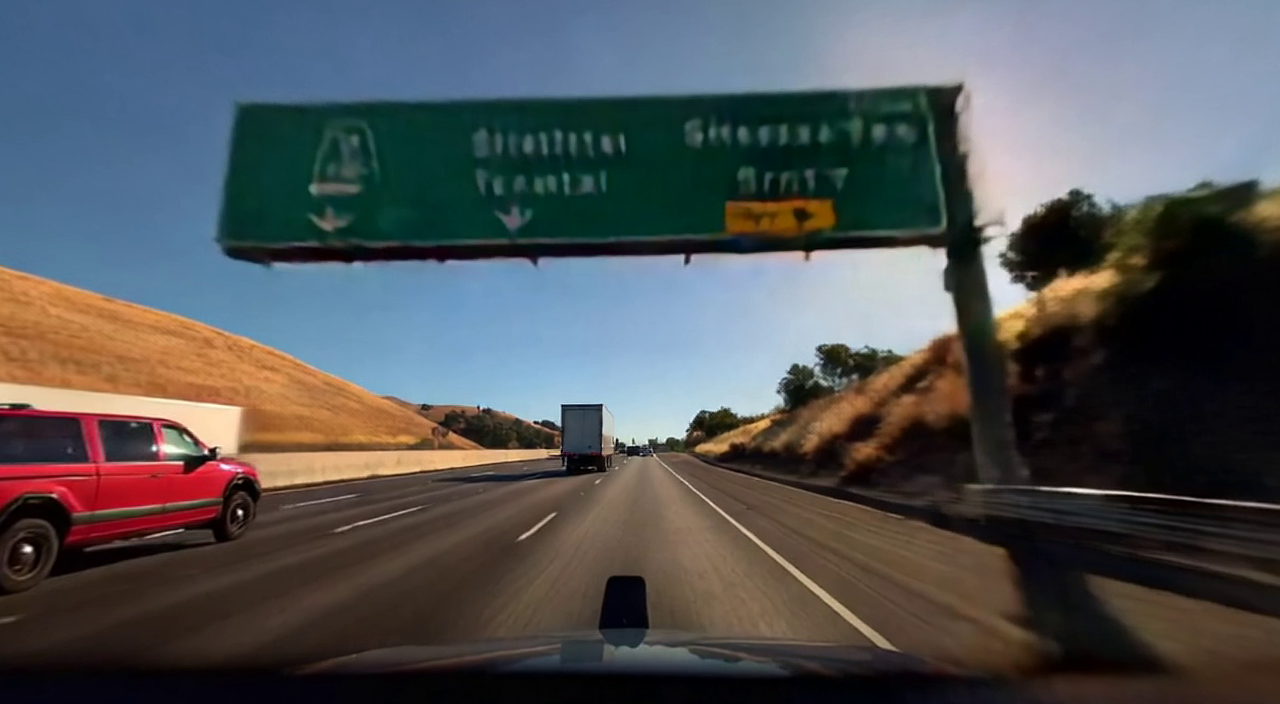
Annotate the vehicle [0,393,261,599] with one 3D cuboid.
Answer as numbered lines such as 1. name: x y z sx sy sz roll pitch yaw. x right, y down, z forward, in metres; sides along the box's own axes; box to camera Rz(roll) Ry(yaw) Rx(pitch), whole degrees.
1. vehicle: -6.914 1.491 6.949 2.175 1.860 5.236 0 -8 0

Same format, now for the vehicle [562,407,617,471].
1. vehicle: -3.496 6.656 47.902 2.893 4.073 15.281 0 -8 0
